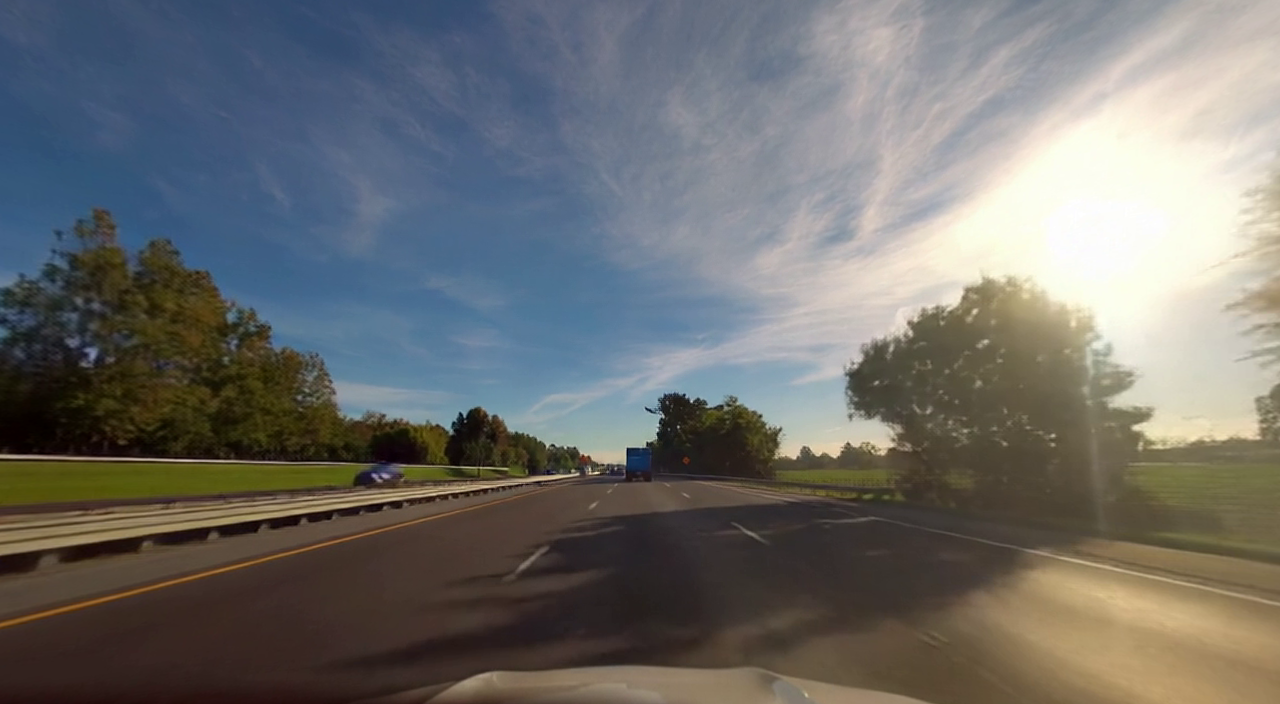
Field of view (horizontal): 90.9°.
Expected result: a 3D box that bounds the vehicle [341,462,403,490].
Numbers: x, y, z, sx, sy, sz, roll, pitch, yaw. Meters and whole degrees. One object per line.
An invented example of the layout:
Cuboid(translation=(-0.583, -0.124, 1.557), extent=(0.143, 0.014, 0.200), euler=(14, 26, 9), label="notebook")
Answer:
Cuboid(translation=(-17.040, 7.899, 40.311), extent=(2.099, 1.625, 4.099), euler=(1, -10, 1), label="vehicle")
